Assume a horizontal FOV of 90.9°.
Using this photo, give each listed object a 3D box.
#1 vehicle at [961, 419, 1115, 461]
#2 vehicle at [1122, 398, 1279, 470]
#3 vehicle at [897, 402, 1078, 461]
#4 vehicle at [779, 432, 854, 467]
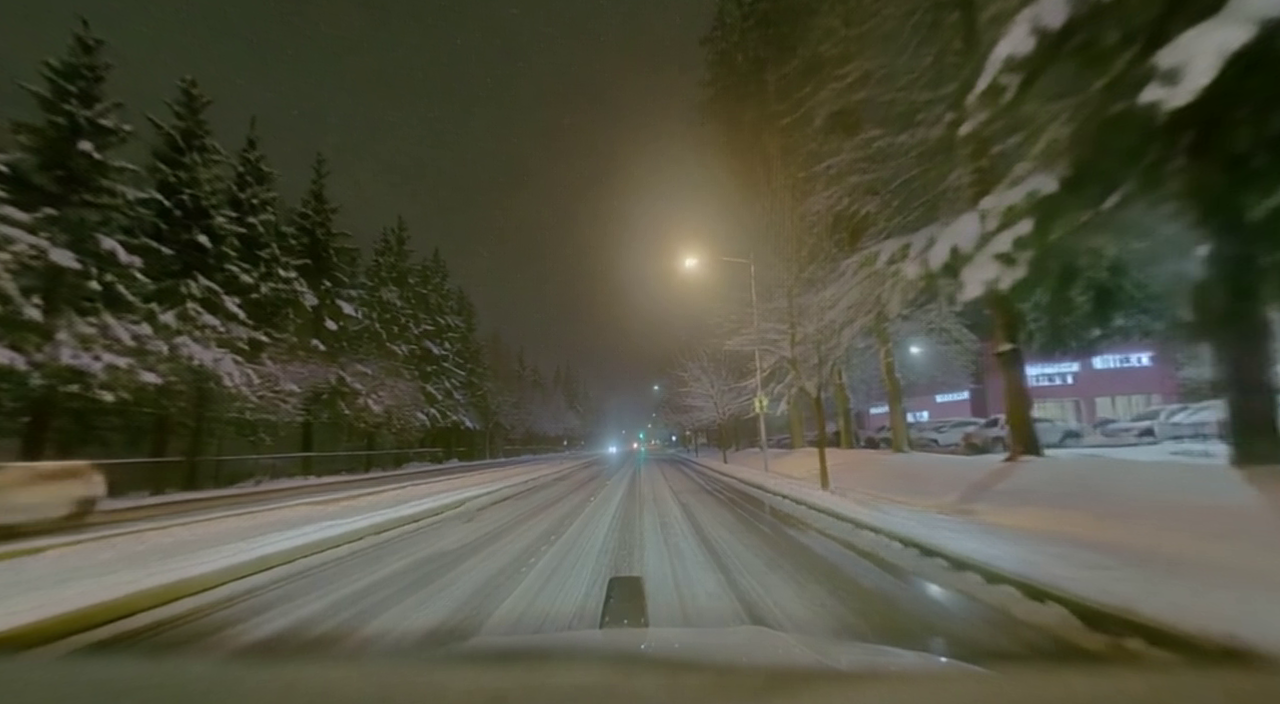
[{"bbox_3d":[14.927,3.379,23.901,4.631,1.384,1.906,-7,-11,31],"label":"vehicle"},{"bbox_3d":[14.640,1.974,15.317,4.387,1.532,1.930,-9,-11,34],"label":"vehicle"},{"bbox_3d":[14.770,3.505,27.081,6.247,2.094,2.436,-10,-13,39],"label":"vehicle"},{"bbox_3d":[8.159,4.580,29.658,2.056,1.449,4.679,-1,-9,-1],"label":"vehicle"}]
